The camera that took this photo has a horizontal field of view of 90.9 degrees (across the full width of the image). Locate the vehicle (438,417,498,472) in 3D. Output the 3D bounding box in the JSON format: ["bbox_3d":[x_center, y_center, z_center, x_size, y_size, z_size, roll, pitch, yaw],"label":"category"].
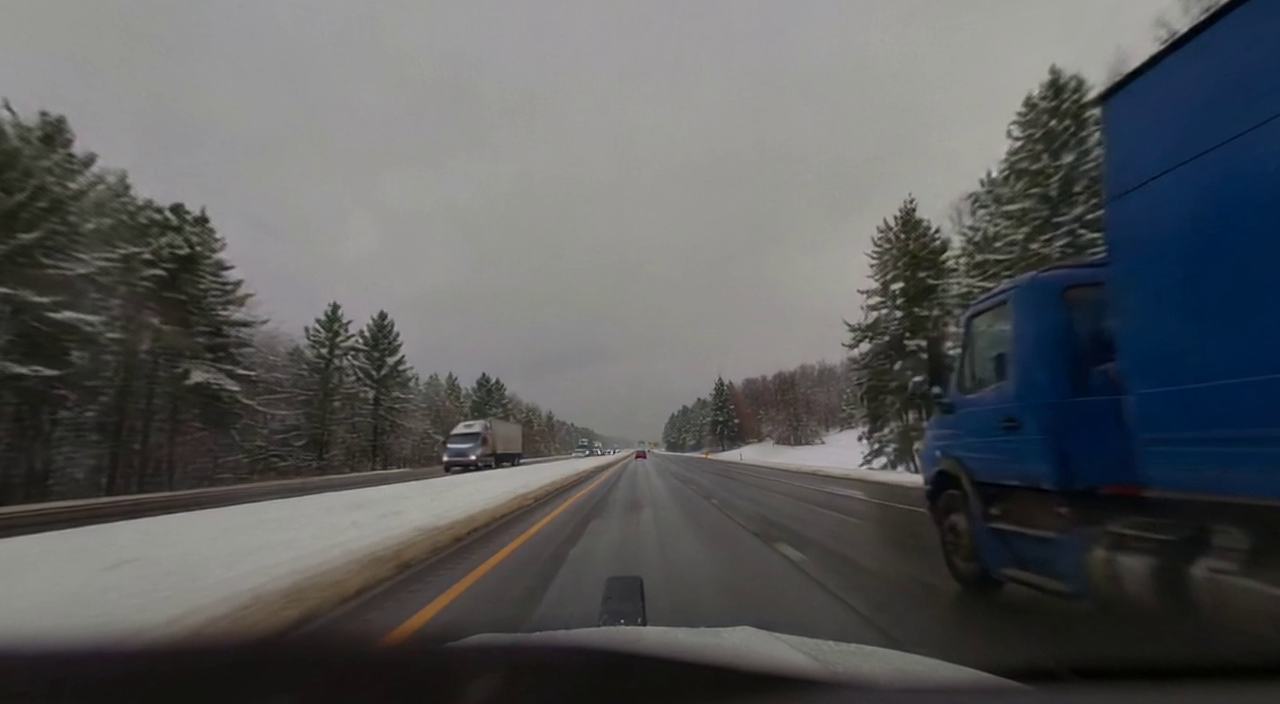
[{"bbox_3d":[-13.382,7.266,49.554,3.012,3.998,5.861,0,-9,0],"label":"vehicle"}]

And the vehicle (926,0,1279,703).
[{"bbox_3d":[4.125,-0.105,1.700,2.920,3.288,7.793,0,-9,-1],"label":"vehicle"}]
